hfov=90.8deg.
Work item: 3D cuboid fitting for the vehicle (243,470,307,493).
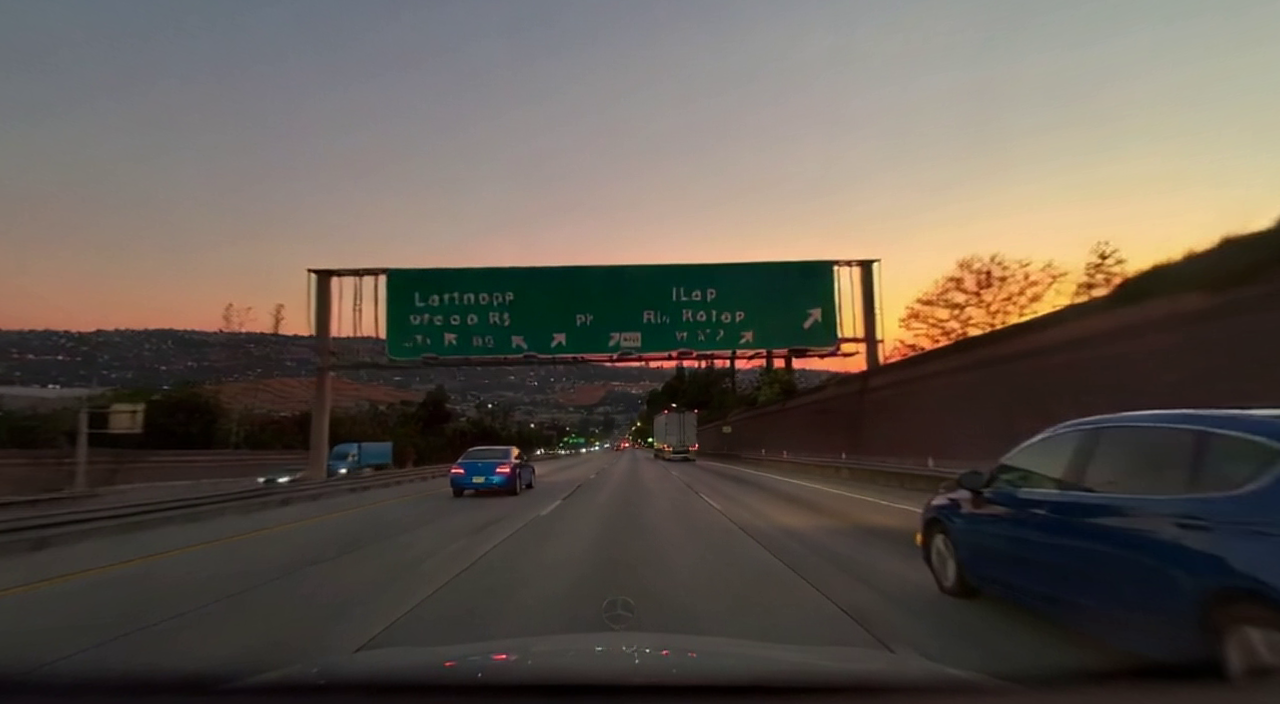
[{"bbox_3d":[-25.533,9.030,44.369,1.816,1.274,4.395,0,-8,1],"label":"vehicle"}]

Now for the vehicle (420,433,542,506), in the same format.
[{"bbox_3d":[-3.881,2.951,16.385,1.903,1.607,4.770,0,-8,0],"label":"vehicle"}]

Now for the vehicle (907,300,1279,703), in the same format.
[{"bbox_3d":[3.378,0.823,3.154,2.065,1.760,4.488,0,-8,-1],"label":"vehicle"}]
